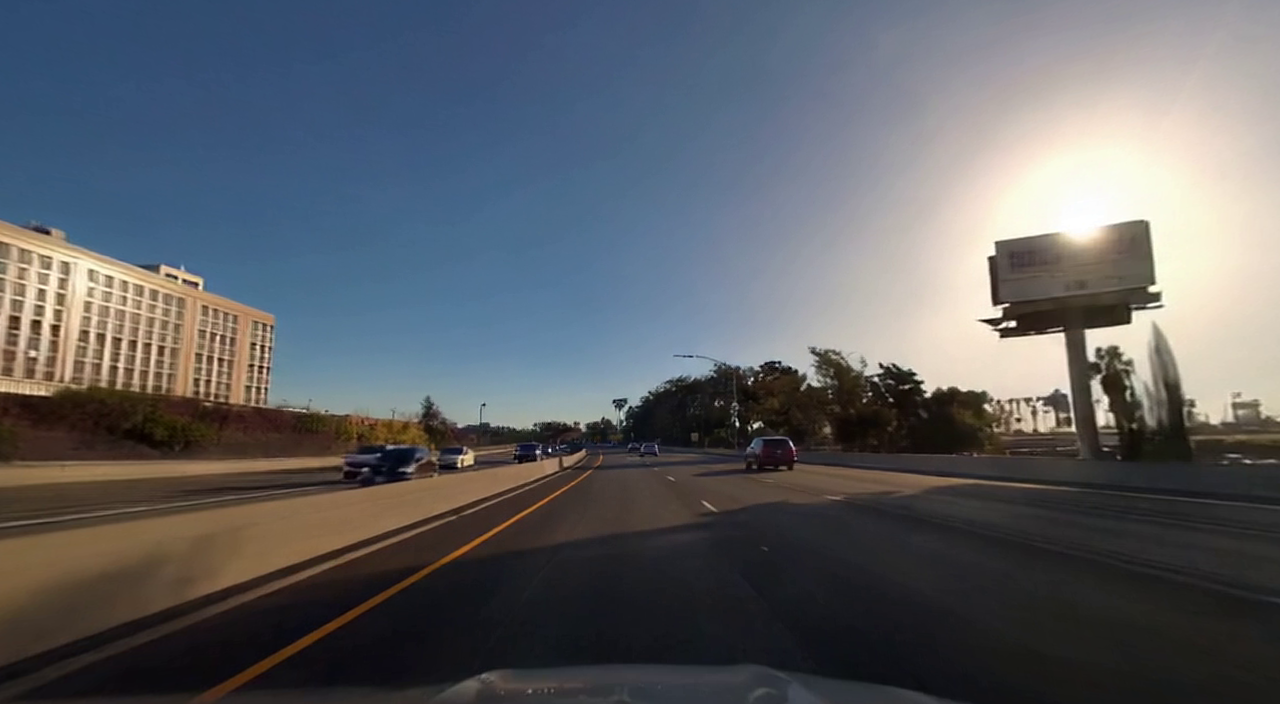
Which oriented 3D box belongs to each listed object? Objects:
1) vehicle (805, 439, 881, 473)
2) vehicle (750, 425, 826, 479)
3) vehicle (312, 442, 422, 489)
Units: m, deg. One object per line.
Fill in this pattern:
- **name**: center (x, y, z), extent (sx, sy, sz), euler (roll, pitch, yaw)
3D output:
- **vehicle**: center (9.844, 5.095, 31.102), extent (1.981, 1.508, 4.768), euler (0, -9, -2)
- **vehicle**: center (6.354, 4.366, 27.767), extent (2.043, 2.154, 4.731), euler (0, -9, -2)
- **vehicle**: center (-10.268, 4.277, 24.259), extent (2.371, 1.606, 4.532), euler (1, -8, -3)
